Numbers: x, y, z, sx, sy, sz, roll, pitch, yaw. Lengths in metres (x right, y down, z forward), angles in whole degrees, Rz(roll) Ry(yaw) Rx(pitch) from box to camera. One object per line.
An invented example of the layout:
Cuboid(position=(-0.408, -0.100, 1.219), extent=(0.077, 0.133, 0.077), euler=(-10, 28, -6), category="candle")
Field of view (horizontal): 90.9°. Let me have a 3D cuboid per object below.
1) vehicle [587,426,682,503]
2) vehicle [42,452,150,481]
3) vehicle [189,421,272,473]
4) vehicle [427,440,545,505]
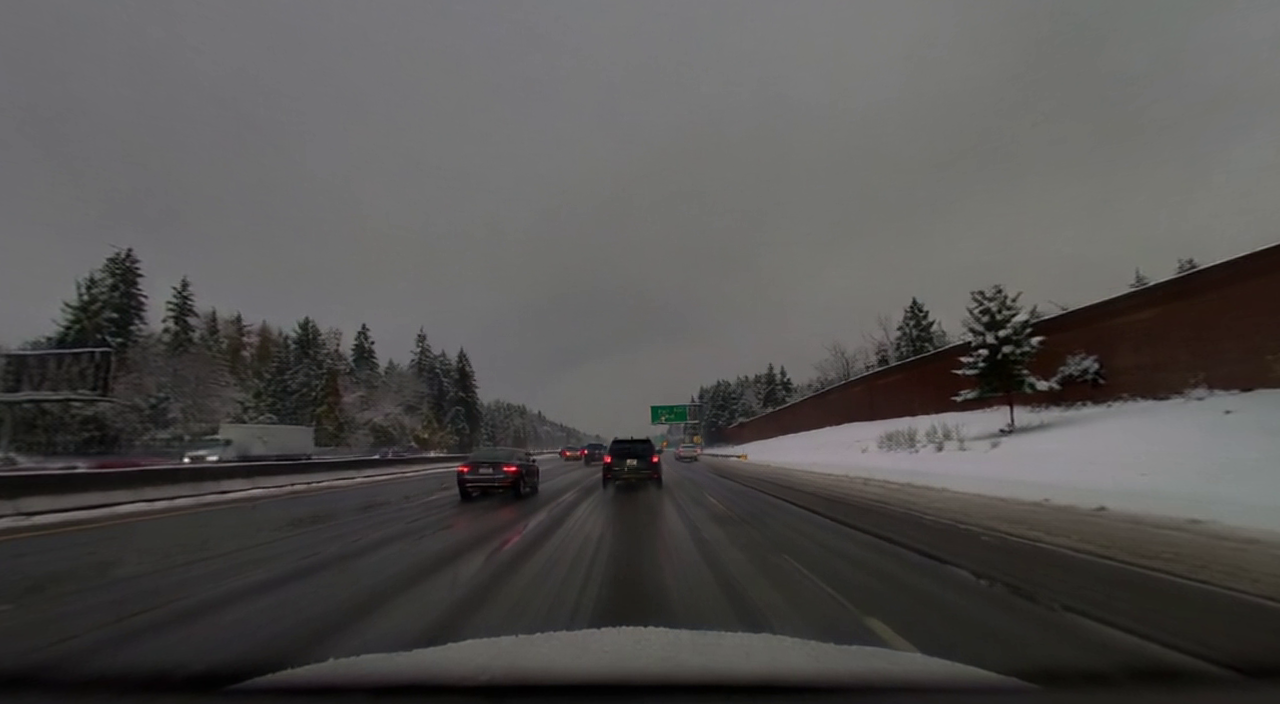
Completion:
Cuboid(position=(-0.127, 2.983, 17.082), extent=(2.233, 1.804, 4.273), euler=(0, -9, 0), category="vehicle")
Cuboid(position=(-32.617, 6.861, 38.055), extent=(2.082, 1.608, 4.935), euler=(0, -9, 1), category="vehicle")
Cuboid(position=(-28.852, 6.744, 44.659), extent=(2.860, 3.491, 4.129), euler=(0, -9, 1), category="vehicle")
Cuboid(position=(-3.788, 3.037, 16.360), extent=(1.967, 1.442, 4.143), euler=(0, -9, 1), category="vehicle")
